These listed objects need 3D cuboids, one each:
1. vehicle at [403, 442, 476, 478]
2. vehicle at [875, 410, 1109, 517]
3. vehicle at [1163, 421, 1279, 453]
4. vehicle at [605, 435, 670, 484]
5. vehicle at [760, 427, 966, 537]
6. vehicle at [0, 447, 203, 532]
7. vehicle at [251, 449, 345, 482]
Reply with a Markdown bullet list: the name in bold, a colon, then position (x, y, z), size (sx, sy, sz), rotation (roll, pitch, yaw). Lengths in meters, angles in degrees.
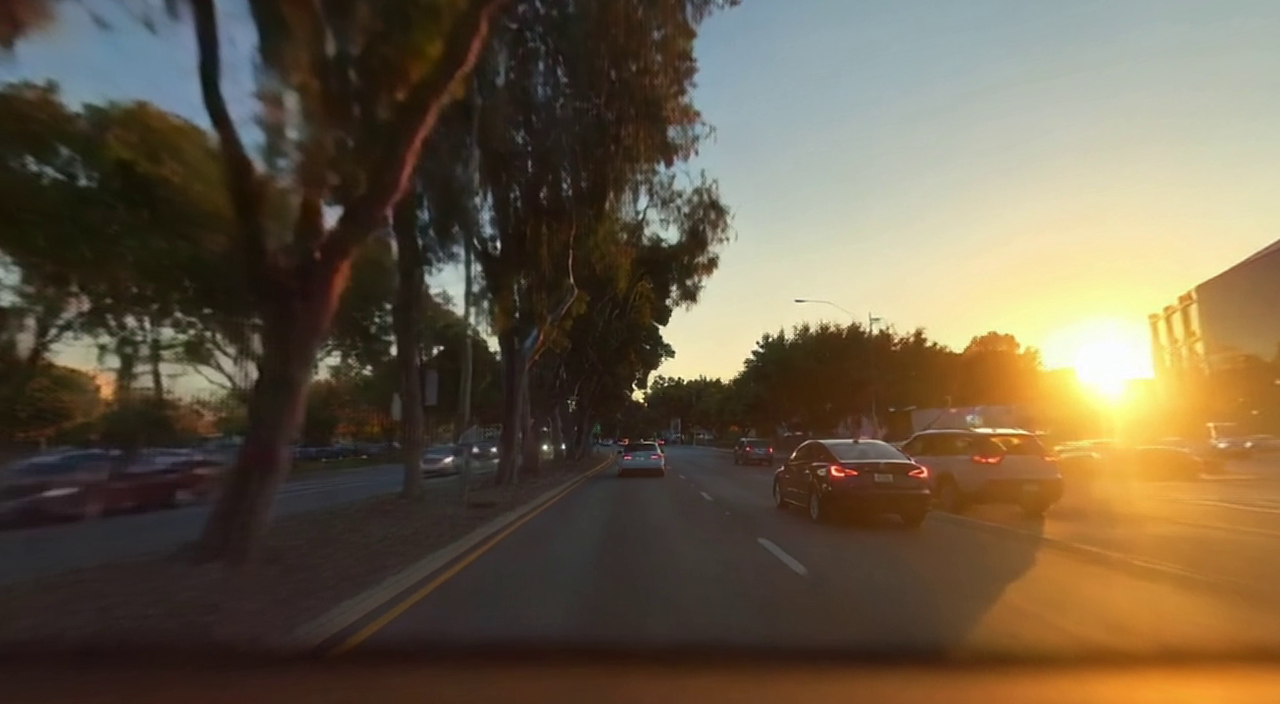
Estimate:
- **vehicle**: position (-9.001, 4.869, 28.720), size (1.895, 1.503, 4.237), rotation (0, -8, 0)
- **vehicle**: position (6.945, 2.258, 13.246), size (2.134, 1.810, 4.590), rotation (0, -8, -1)
- **vehicle**: position (37.496, 5.457, 40.628), size (5.573, 1.973, 2.229), rotation (0, -8, 0)
- **vehicle**: position (-0.085, 3.569, 21.228), size (1.994, 1.479, 3.647), rotation (0, -8, 0)
- **vehicle**: position (3.424, 2.073, 10.696), size (1.858, 1.466, 4.230), rotation (0, -8, -1)
- **vehicle**: position (-12.009, 2.803, 13.589), size (1.931, 1.477, 4.630), rotation (0, -8, 0)
- **vehicle**: position (-17.246, 5.725, 32.154), size (1.961, 1.462, 4.741), rotation (-1, -8, 3)
